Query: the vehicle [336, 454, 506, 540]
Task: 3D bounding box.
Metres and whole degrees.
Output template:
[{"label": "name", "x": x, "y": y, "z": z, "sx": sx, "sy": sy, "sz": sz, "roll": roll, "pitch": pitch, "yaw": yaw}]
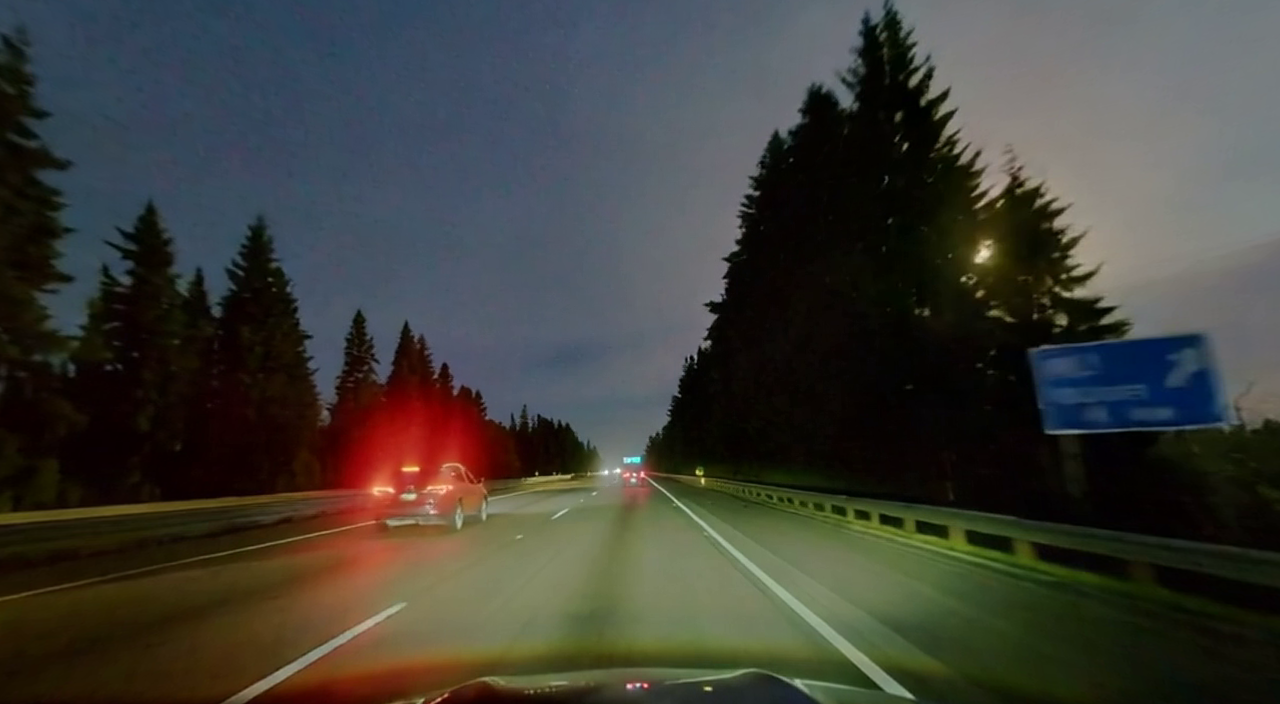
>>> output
[{"label": "vehicle", "x": -4.377, "y": 2.999, "z": 13.467, "sx": 2.003, "sy": 1.479, "sz": 4.363, "roll": 1, "pitch": -11, "yaw": 0}]
